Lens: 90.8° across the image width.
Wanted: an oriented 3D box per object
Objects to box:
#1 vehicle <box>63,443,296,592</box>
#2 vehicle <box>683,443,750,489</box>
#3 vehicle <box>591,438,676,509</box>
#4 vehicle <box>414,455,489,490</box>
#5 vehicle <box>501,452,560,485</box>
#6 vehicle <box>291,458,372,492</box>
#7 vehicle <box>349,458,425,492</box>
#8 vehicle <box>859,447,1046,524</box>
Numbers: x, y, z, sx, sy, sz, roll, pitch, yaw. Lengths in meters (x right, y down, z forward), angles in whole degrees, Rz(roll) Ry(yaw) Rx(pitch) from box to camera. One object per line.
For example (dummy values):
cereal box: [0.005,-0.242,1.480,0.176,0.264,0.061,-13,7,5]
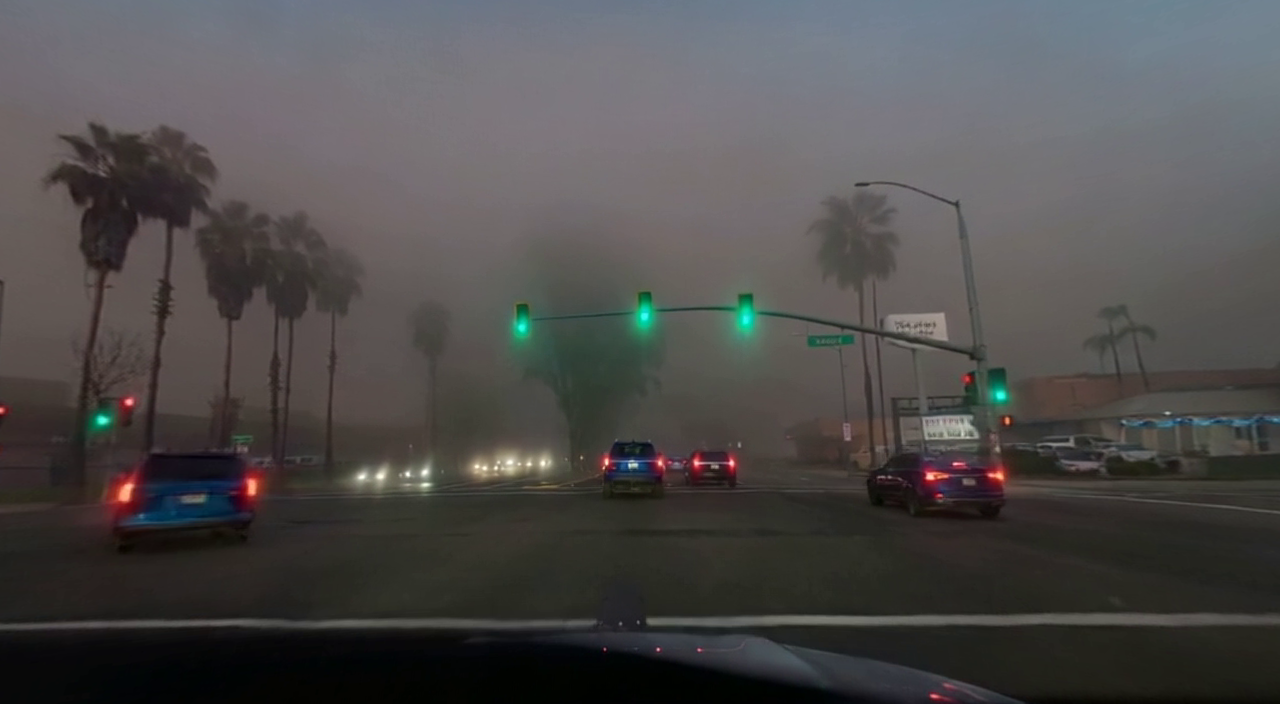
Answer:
vehicle: [-6.884,2.226,9.576,2.201,1.644,4.465,6,-11,-36]
vehicle: [3.024,4.609,25.900,2.112,1.710,4.234,0,-9,-2]
vehicle: [-0.237,3.402,18.183,2.151,1.787,4.109,0,-9,-2]
vehicle: [-8.573,5.472,29.099,2.061,1.415,4.289,0,-9,1]
vehicle: [-5.173,5.564,30.468,2.030,1.441,4.324,0,-9,1]
vehicle: [-15.358,6.132,31.682,2.048,1.494,4.069,0,-9,-1]
vehicle: [-11.874,5.786,29.977,1.850,1.414,4.184,0,-9,1]
vehicle: [6.779,2.898,14.358,1.944,1.447,4.309,0,-9,-1]
